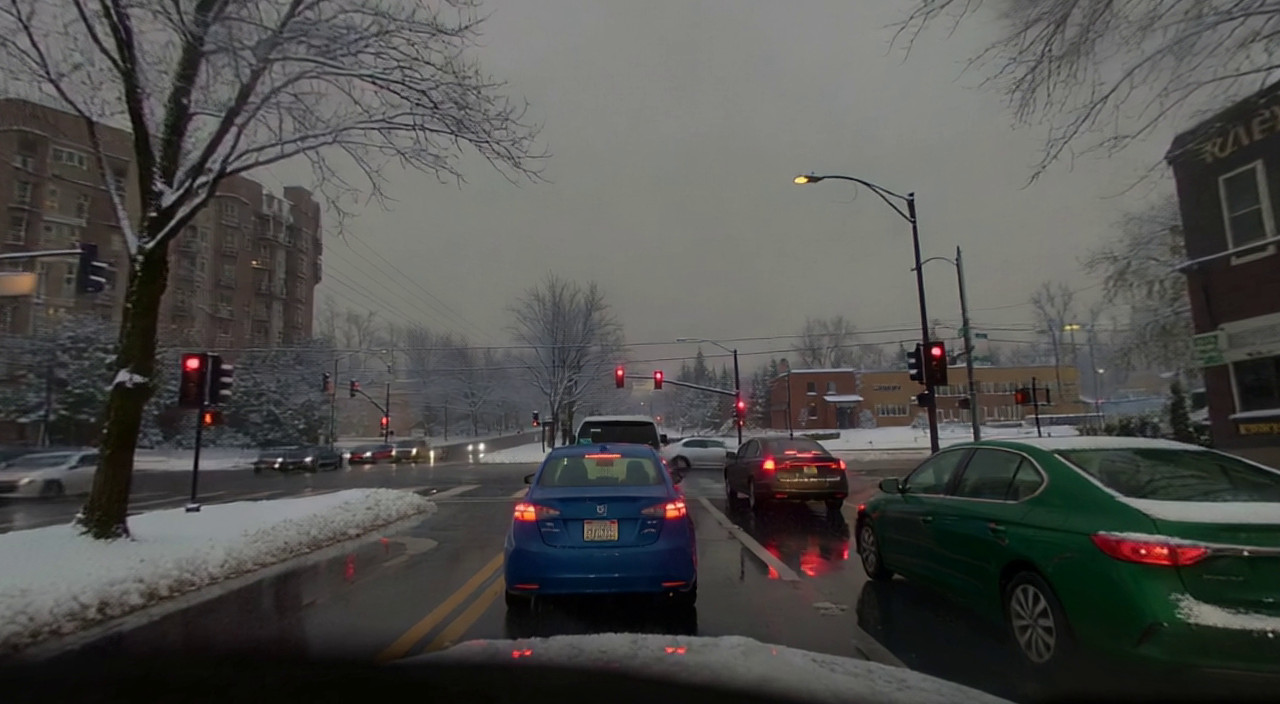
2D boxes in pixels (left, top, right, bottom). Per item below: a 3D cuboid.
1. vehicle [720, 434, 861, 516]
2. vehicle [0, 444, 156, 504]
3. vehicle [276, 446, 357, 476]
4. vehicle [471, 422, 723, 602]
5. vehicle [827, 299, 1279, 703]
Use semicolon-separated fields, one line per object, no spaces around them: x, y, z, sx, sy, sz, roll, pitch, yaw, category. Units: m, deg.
3.151;2.674;14.314;2.026;1.549;4.559;0;-8;-1;vehicle
-18.094;3.774;20.074;1.976;1.667;4.274;0;-8;1;vehicle
-18.109;6.112;35.663;2.130;1.550;4.618;0;-8;1;vehicle
-0.391;1.652;7.390;2.143;1.520;3.848;0;-8;-1;vehicle
3.573;1.106;5.054;2.572;1.945;5.065;0;-8;0;vehicle
